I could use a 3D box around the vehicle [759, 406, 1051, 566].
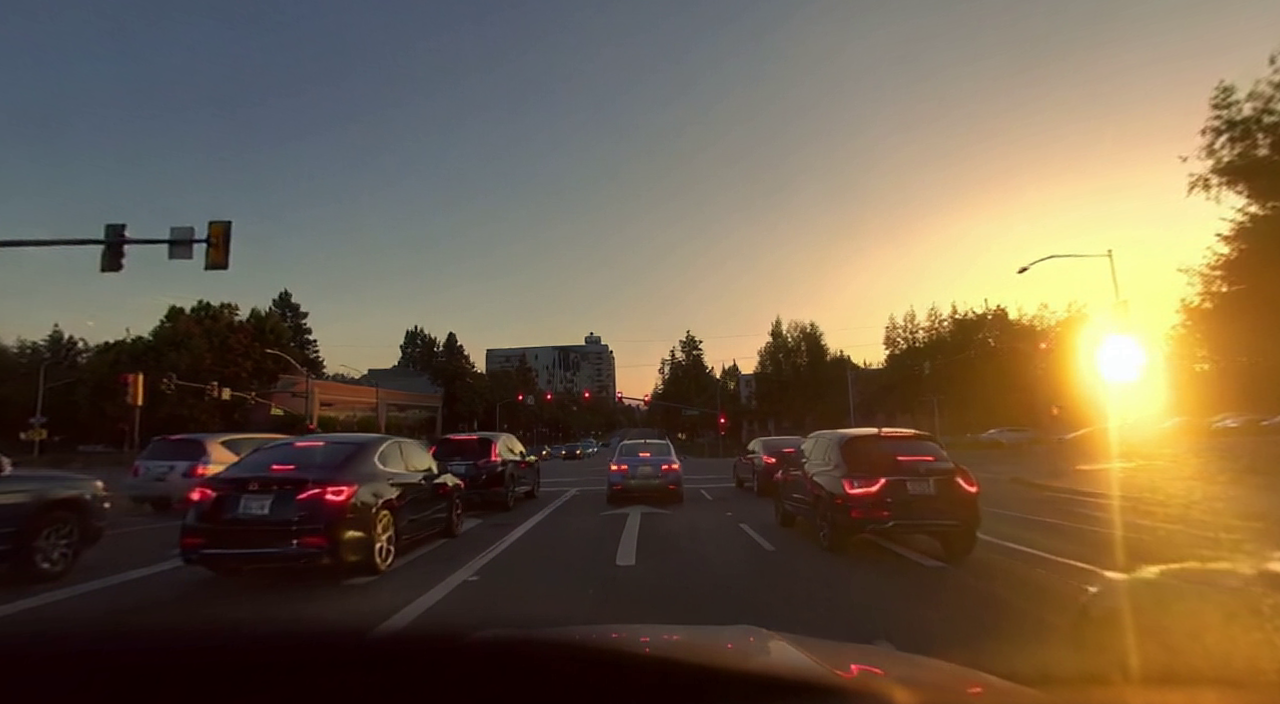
[{"bbox_3d":[3.247,1.761,8.972,2.178,1.691,4.314,0,-9,-1],"label":"vehicle"}]

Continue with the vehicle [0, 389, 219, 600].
[{"bbox_3d":[-6.618,1.303,5.912,2.116,1.812,4.609,0,-9,0],"label":"vehicle"}]

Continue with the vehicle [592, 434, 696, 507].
[{"bbox_3d":[0.033,2.740,15.040,2.114,1.482,4.056,0,-9,-1],"label":"vehicle"}]

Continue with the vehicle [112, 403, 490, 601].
[{"bbox_3d":[-3.389,1.603,7.613,2.034,1.655,4.465,0,-9,0],"label":"vehicle"}]

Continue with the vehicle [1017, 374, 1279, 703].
[{"bbox_3d":[2.781,0.636,0.646,2.002,1.474,4.528,0,-9,0],"label":"vehicle"}]
